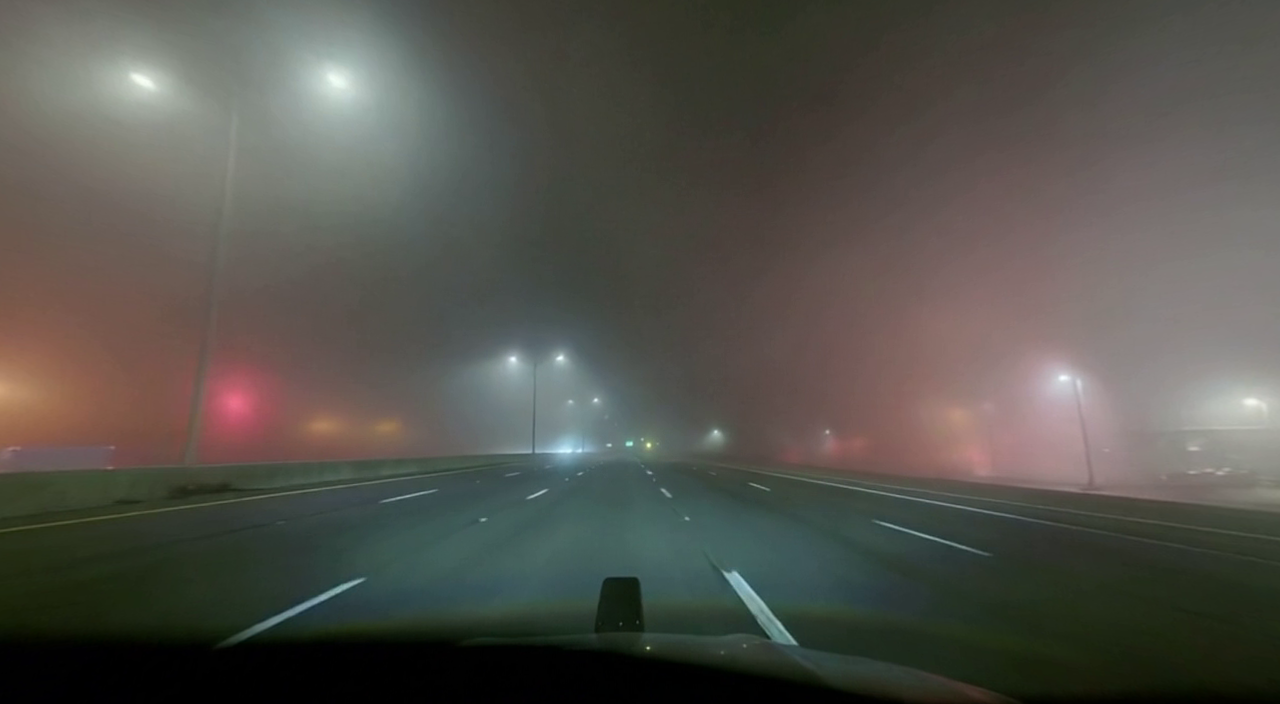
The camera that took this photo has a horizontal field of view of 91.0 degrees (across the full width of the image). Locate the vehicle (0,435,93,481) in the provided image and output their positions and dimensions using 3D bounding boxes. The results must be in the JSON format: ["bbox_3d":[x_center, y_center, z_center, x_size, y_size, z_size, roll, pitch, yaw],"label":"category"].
[{"bbox_3d":[-43.687,7.391,43.879,8.140,3.042,2.933,0,-9,-1],"label":"vehicle"}]
